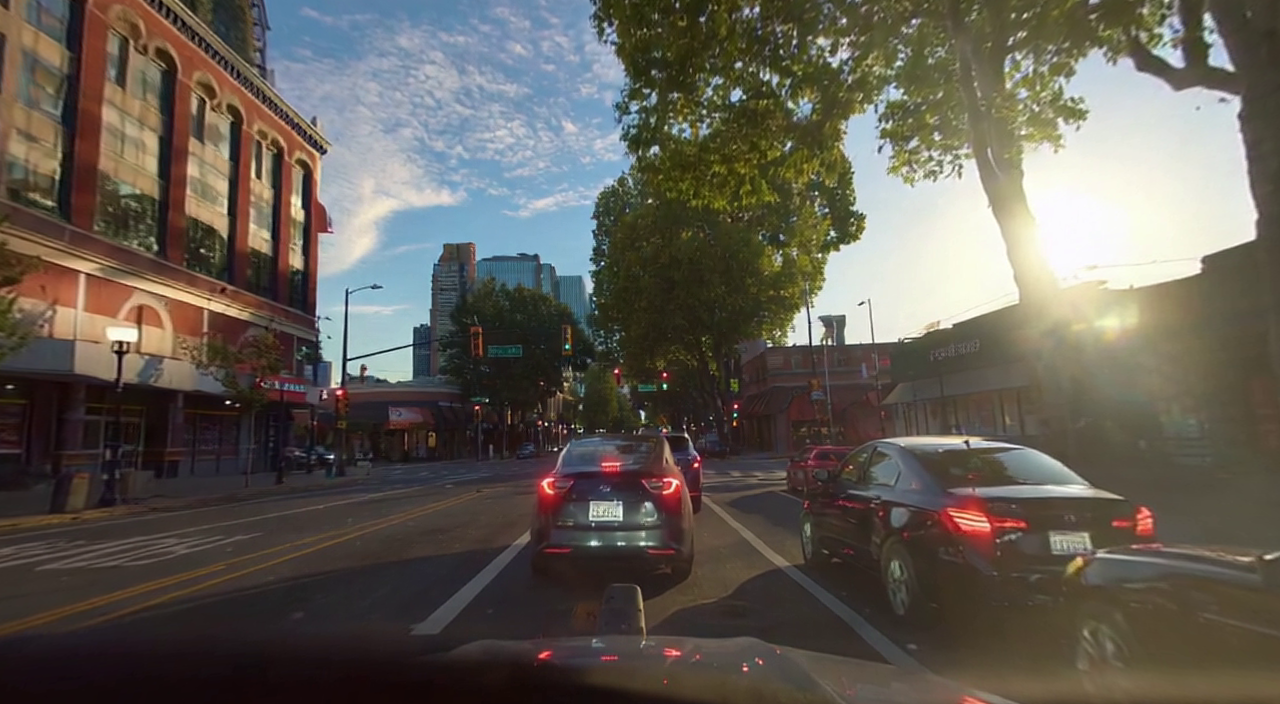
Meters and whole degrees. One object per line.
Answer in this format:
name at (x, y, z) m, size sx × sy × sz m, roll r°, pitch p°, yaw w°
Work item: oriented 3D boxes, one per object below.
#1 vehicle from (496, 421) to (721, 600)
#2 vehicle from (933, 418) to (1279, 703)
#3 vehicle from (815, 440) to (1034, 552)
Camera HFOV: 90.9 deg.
vehicle at (-0.268, 1.613, 7.233) m, size 1.888 × 1.489 × 3.703 m, roll 0°, pitch -8°, yaw 0°
vehicle at (3.195, 0.979, 2.192) m, size 2.006 × 1.496 × 4.767 m, roll 0°, pitch -9°, yaw -1°
vehicle at (4.543, 2.323, 11.012) m, size 1.912 × 1.505 × 4.618 m, roll -1°, pitch -8°, yaw 3°
